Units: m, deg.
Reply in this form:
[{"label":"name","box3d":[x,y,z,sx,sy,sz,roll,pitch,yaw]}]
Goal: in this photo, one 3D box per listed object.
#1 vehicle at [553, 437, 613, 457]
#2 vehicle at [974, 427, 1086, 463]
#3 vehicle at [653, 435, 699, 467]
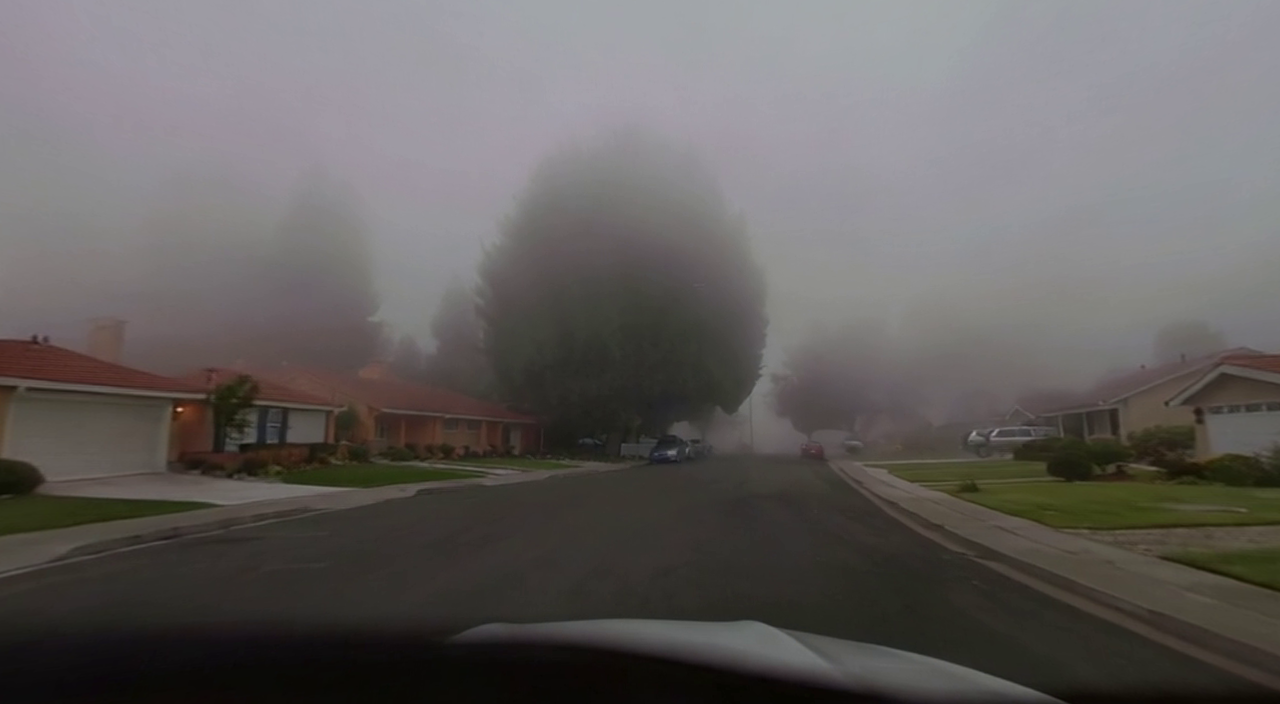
[{"label":"vehicle","box3d":[-4.397,7.237,48.403,4.376,1.458,2.046,2,-7,-9]},{"label":"vehicle","box3d":[19.738,4.696,32.103,4.384,1.688,1.956,1,-8,-2]},{"label":"vehicle","box3d":[2.388,6.324,40.799,2.215,1.859,4.765,-1,-7,13]}]
